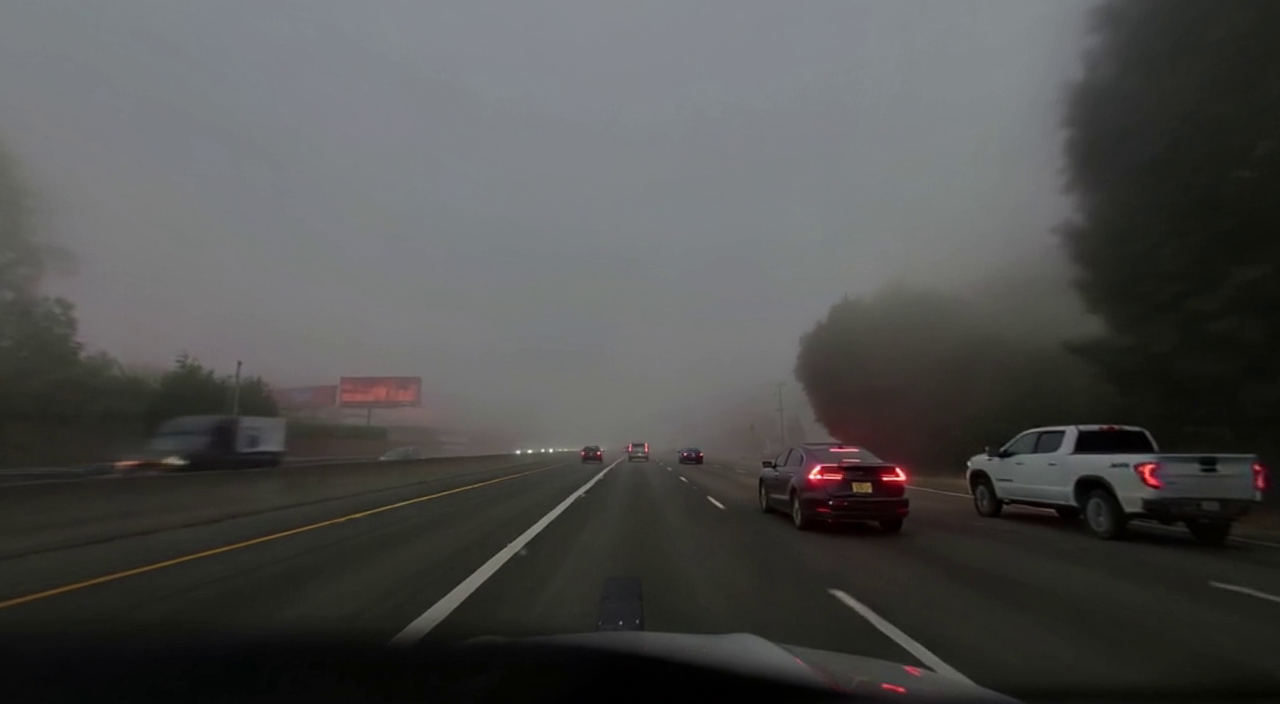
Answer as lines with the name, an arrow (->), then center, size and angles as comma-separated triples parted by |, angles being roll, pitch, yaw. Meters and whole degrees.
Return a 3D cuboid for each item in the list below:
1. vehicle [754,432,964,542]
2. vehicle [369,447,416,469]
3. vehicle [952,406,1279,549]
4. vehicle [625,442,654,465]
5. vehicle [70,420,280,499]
vehicle -> 3.472, 2.225, 11.111 | 1.987, 1.509, 4.512 | 0, -9, -1
vehicle -> -18.136, 7.770, 46.506 | 1.835, 1.592, 4.076 | 0, -9, 0
vehicle -> 7.542, 1.955, 10.469 | 2.176, 1.793, 4.841 | 0, -9, -1
vehicle -> -0.103, 7.896, 49.107 | 2.191, 1.685, 4.015 | 0, -9, -1
vehicle -> -14.499, 3.406, 20.362 | 2.438, 2.164, 5.666 | 0, -9, 0
